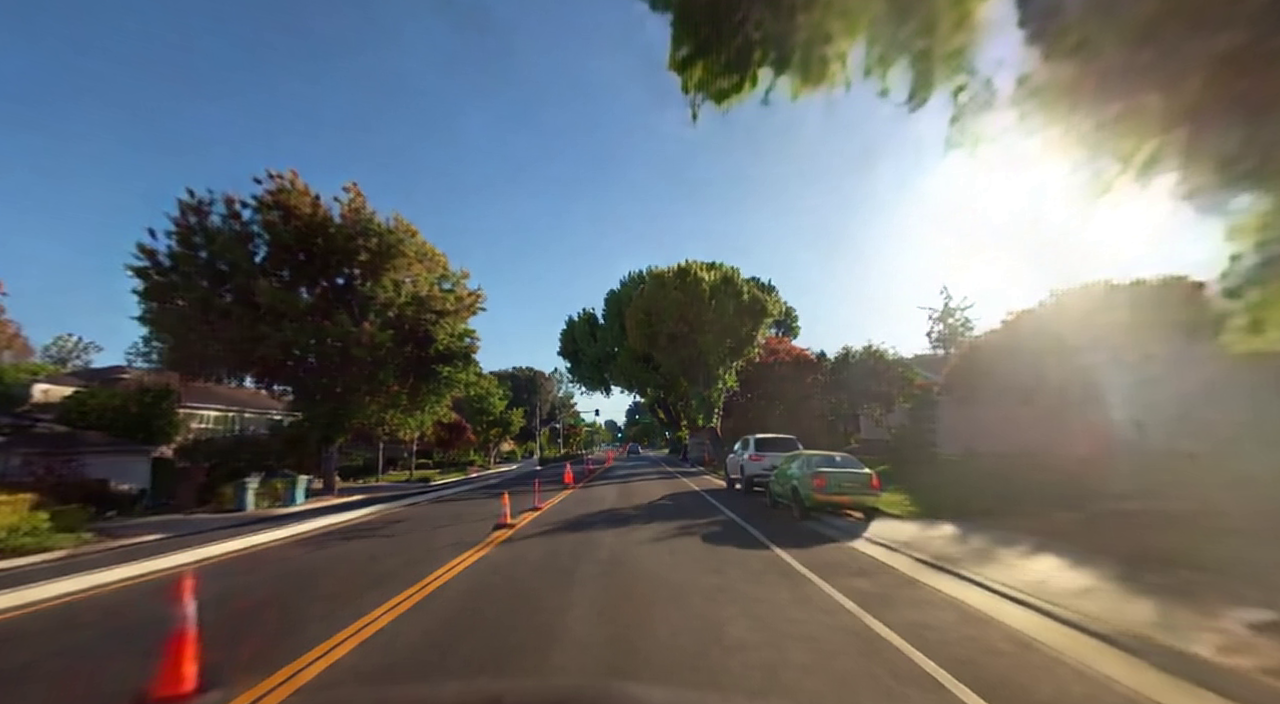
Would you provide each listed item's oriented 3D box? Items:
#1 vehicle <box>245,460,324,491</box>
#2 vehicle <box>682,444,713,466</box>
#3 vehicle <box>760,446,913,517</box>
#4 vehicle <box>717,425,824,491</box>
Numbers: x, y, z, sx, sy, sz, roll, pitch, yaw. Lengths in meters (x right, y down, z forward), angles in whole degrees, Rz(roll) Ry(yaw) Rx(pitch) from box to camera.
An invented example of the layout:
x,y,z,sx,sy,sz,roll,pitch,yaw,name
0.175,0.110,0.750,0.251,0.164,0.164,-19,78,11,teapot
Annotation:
x,y,z,sx,sy,sz,roll,pitch,yaw,name
-20.156,7.009,36.088,2.015,1.444,4.958,-1,-8,-5,vehicle
4.016,7.240,44.501,1.870,1.441,4.539,0,-8,1,vehicle
4.163,2.799,14.297,1.928,1.333,4.586,0,-8,-1,vehicle
4.146,3.464,21.046,2.255,1.914,4.967,0,-8,-3,vehicle
